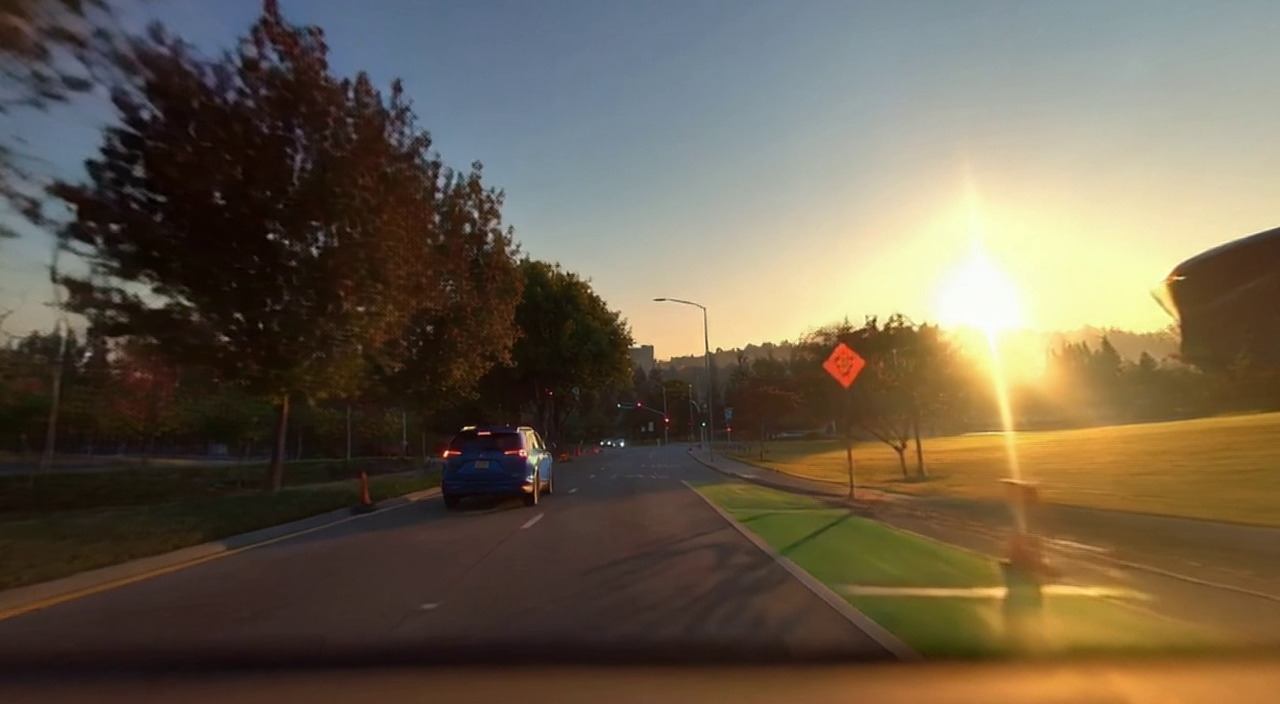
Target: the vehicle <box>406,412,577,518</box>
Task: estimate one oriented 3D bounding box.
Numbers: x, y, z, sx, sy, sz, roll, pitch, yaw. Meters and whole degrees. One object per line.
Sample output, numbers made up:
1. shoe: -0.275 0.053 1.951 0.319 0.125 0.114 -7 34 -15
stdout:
1. vehicle: -2.762 2.276 13.132 2.339 1.790 4.629 0 -8 1
